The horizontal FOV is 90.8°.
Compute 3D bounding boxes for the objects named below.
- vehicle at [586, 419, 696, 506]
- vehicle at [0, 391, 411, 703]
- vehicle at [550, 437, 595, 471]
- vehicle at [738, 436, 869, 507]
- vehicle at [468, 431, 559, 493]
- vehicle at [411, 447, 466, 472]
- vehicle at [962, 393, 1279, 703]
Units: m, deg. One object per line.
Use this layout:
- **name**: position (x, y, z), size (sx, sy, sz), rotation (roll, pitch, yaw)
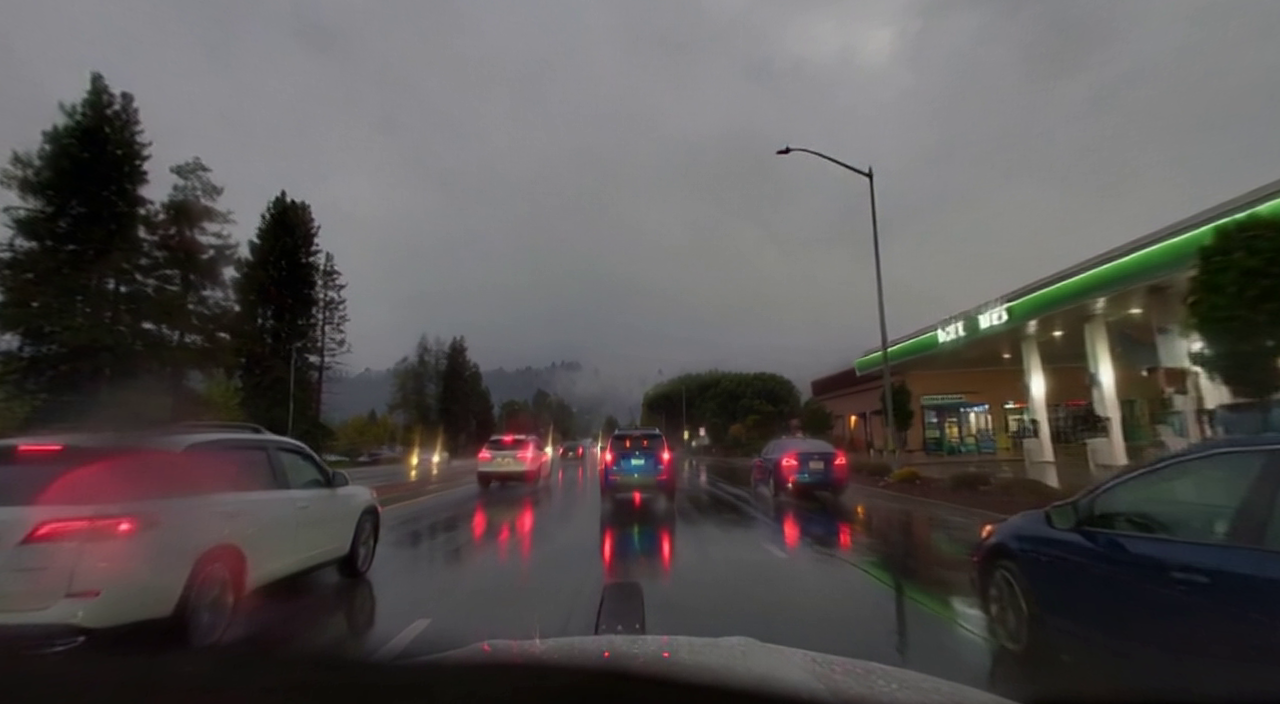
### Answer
- **vehicle**: position (0.015, 2.621, 15.345), size (2.279, 1.803, 4.254), rotation (0, -8, 0)
- **vehicle**: position (-3.596, 1.285, 5.252), size (1.864, 1.574, 4.031), rotation (0, -8, 0)
- **vehicle**: position (-3.518, 5.389, 33.622), size (1.871, 1.673, 3.920), rotation (0, -8, 1)
- **vehicle**: position (3.782, 2.848, 15.532), size (1.888, 1.456, 4.589), rotation (0, -8, -2)
- **vehicle**: position (-3.776, 3.352, 19.636), size (1.932, 1.695, 4.150), rotation (0, -8, 0)
- **vehicle**: position (-12.481, 6.673, 39.387), size (1.941, 1.450, 4.477), rotation (0, -9, 0)
- **vehicle**: position (3.326, 0.889, 2.209), size (1.976, 1.492, 4.436), rotation (0, -8, -1)
